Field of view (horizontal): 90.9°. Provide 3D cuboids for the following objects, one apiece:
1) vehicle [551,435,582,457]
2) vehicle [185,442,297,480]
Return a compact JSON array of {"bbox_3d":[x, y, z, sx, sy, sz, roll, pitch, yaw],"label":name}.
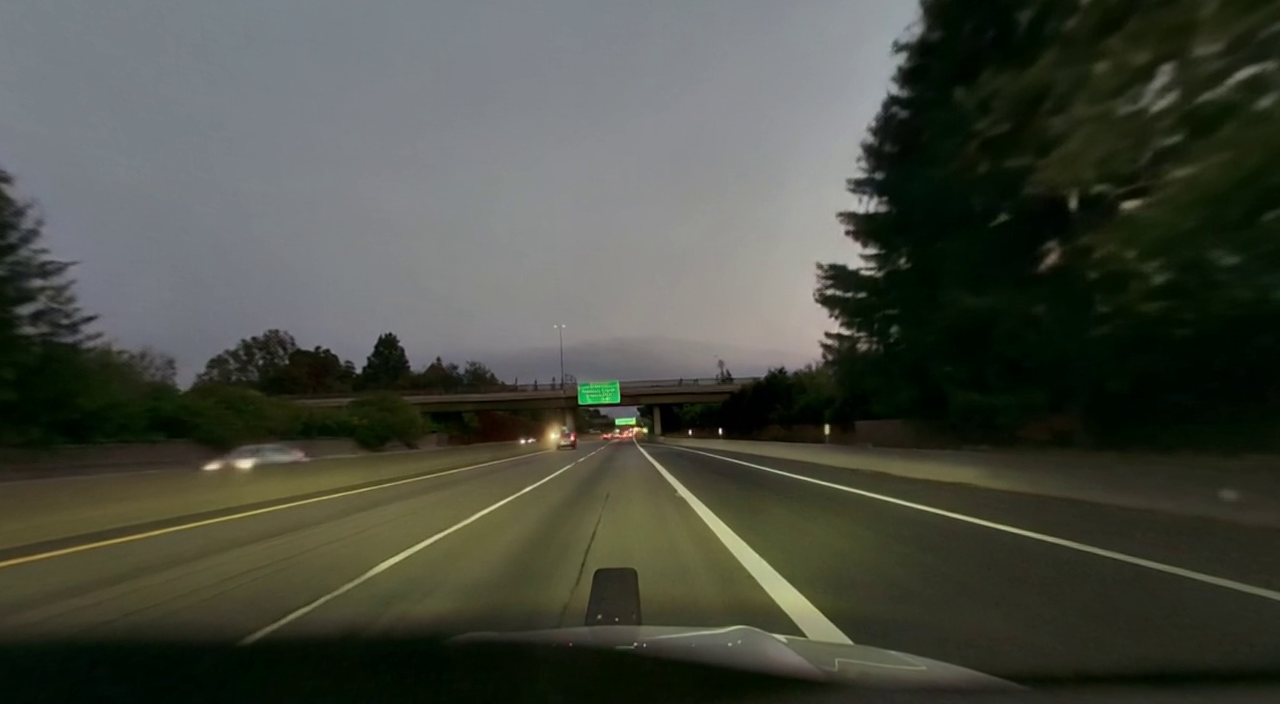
[{"bbox_3d":[-5.294,6.783,45.654,1.871,1.489,4.093,0,-8,-1],"label":"vehicle"},{"bbox_3d":[-17.308,4.716,27.618,1.913,1.480,4.586,0,-8,0],"label":"vehicle"}]
